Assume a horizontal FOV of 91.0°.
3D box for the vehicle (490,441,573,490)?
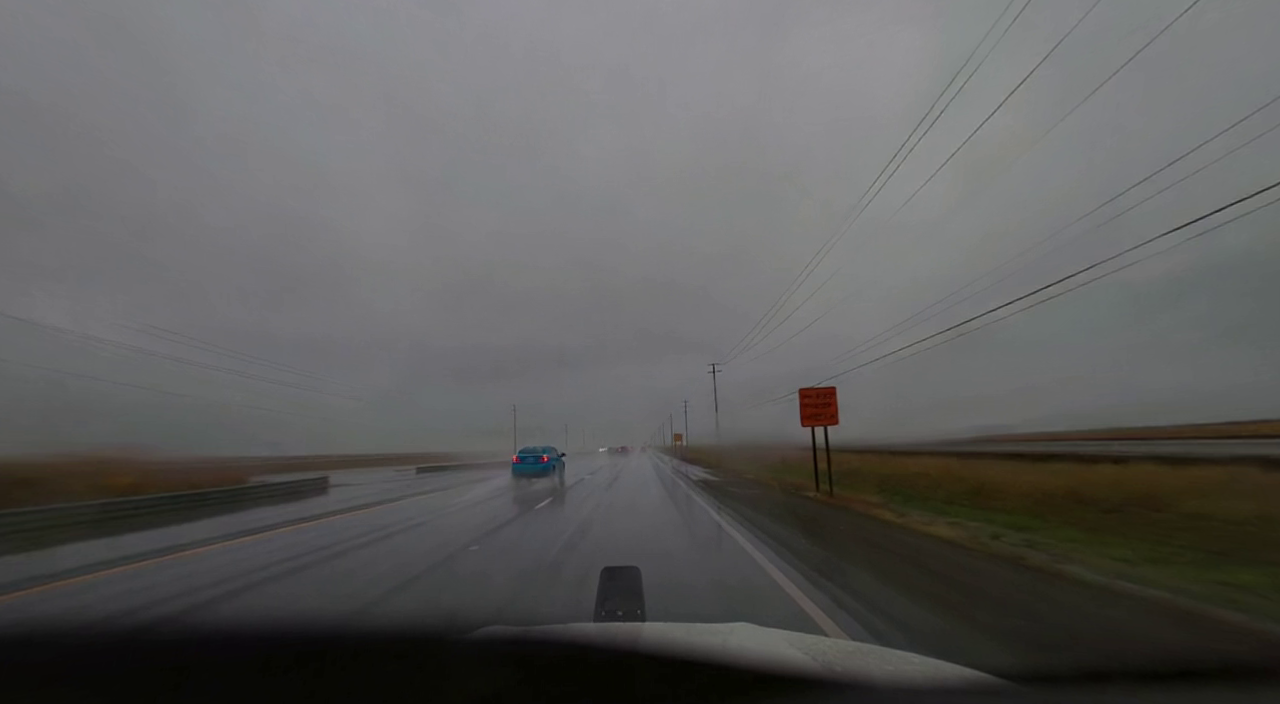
[{"bbox_3d":[-3.769,4.026,22.659,2.106,1.543,4.465,0,-9,1],"label":"vehicle"}]
